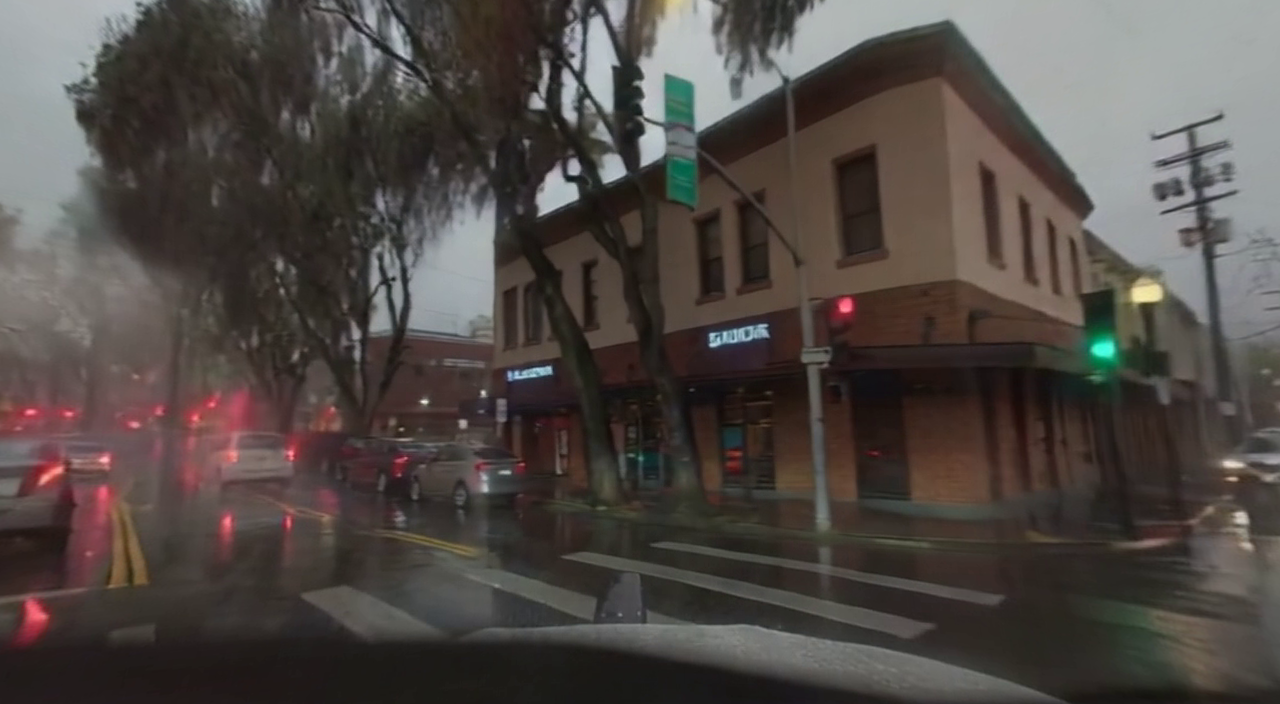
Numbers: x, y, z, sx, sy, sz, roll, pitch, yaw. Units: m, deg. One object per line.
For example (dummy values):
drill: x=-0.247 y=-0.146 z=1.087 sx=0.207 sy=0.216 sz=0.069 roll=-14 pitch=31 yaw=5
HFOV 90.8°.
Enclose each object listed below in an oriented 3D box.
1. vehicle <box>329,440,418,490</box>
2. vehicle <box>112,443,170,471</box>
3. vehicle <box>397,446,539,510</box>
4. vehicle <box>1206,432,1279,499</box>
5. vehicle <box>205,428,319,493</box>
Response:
vehicle: x=-10.220 y=4.242 z=24.073 sx=1.882 sy=1.704 sz=4.055 roll=7 pitch=-11 yaw=-41
vehicle: x=-27.385 y=5.698 z=34.593 sx=2.050 sy=1.400 sz=4.666 roll=7 pitch=-11 yaw=-41
vehicle: x=-5.040 y=3.472 z=18.080 sx=2.059 sy=1.550 sz=4.703 roll=7 pitch=-11 yaw=-40
vehicle: x=17.783 y=3.093 z=17.576 sx=4.286 sy=1.596 sz=2.179 roll=7 pitch=-17 yaw=-40
vehicle: x=-12.816 y=3.590 z=21.300 sx=2.440 sy=1.882 sz=4.611 roll=7 pitch=-11 yaw=-40
